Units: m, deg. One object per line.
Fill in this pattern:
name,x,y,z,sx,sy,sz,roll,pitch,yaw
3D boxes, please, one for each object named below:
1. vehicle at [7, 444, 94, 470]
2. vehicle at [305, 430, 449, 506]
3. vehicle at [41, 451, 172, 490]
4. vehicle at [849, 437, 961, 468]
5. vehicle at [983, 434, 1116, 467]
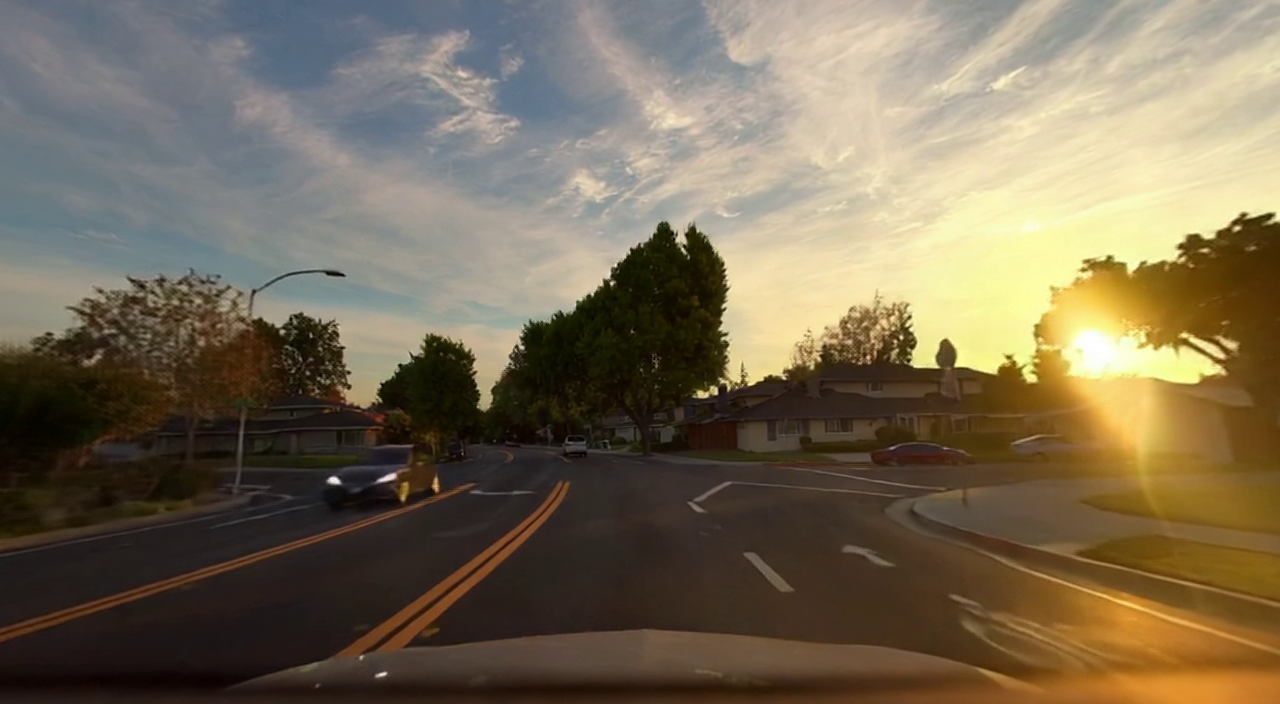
vehicle,-44.988,7.989,48.235,1.948,1.845,4.671,-2,-8,4
vehicle,-6.775,3.008,16.857,2.069,1.740,4.446,0,-8,-3
vehicle,-24.682,5.471,29.258,4.378,1.714,1.977,-1,-8,4
vehicle,12.923,4.939,31.000,4.737,1.447,1.766,-1,-9,8
vehicle,19.192,4.645,29.752,4.795,1.468,1.945,-2,-9,12
